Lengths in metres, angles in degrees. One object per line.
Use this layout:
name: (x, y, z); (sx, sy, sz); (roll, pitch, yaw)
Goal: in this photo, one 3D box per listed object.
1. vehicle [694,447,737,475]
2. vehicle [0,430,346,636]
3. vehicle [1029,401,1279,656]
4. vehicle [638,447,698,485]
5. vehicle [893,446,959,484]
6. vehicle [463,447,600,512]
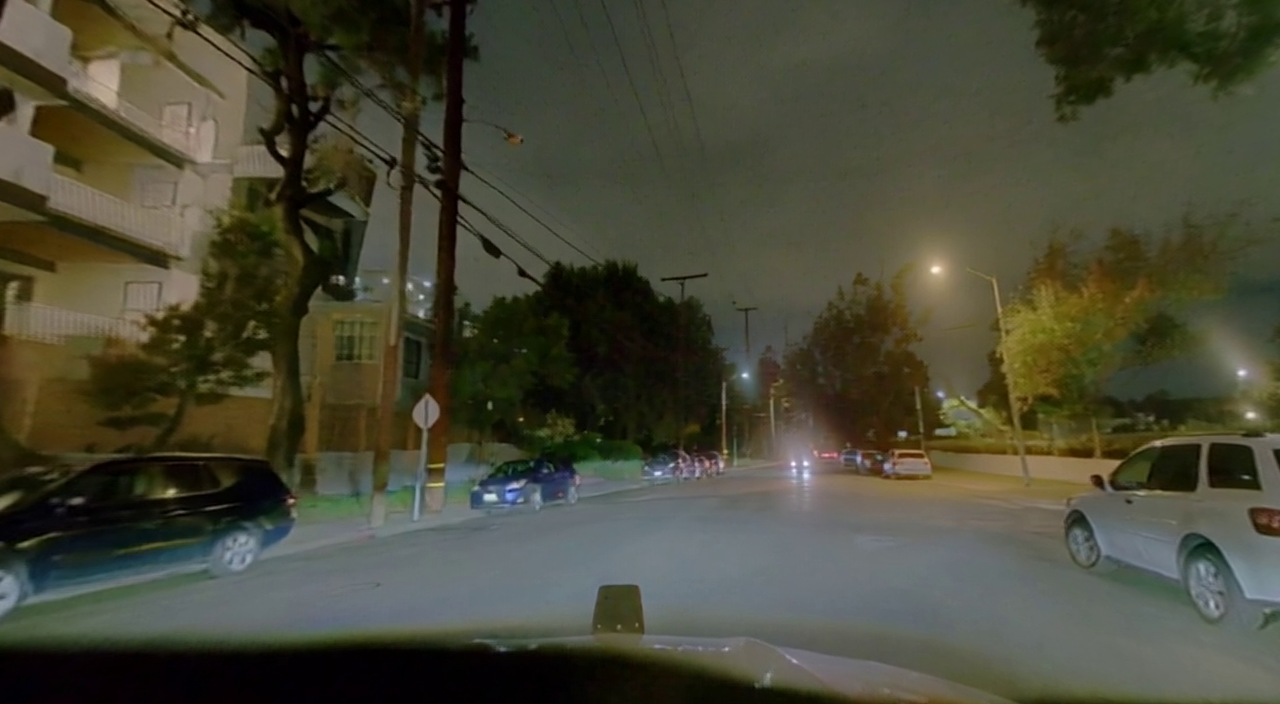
vehicle: (5.451, 7.845, 45.143); (1.953, 1.699, 4.234); (-10, -13, 18)
vehicle: (-6.018, 1.964, 7.455); (2.068, 1.745, 4.579); (-11, -10, 14)
vehicle: (5.764, 1.442, 6.123); (2.180, 1.677, 4.432); (-3, -9, 16)
vehicle: (1.554, 5.904, 33.126); (2.011, 1.801, 4.676); (-3, -9, 17)
vehicle: (12.439, 4.903, 27.707); (1.964, 1.515, 4.055); (-3, -9, 16)
vehicle: (-3.023, 3.796, 18.789); (2.017, 1.582, 4.664); (-6, -13, 18)
